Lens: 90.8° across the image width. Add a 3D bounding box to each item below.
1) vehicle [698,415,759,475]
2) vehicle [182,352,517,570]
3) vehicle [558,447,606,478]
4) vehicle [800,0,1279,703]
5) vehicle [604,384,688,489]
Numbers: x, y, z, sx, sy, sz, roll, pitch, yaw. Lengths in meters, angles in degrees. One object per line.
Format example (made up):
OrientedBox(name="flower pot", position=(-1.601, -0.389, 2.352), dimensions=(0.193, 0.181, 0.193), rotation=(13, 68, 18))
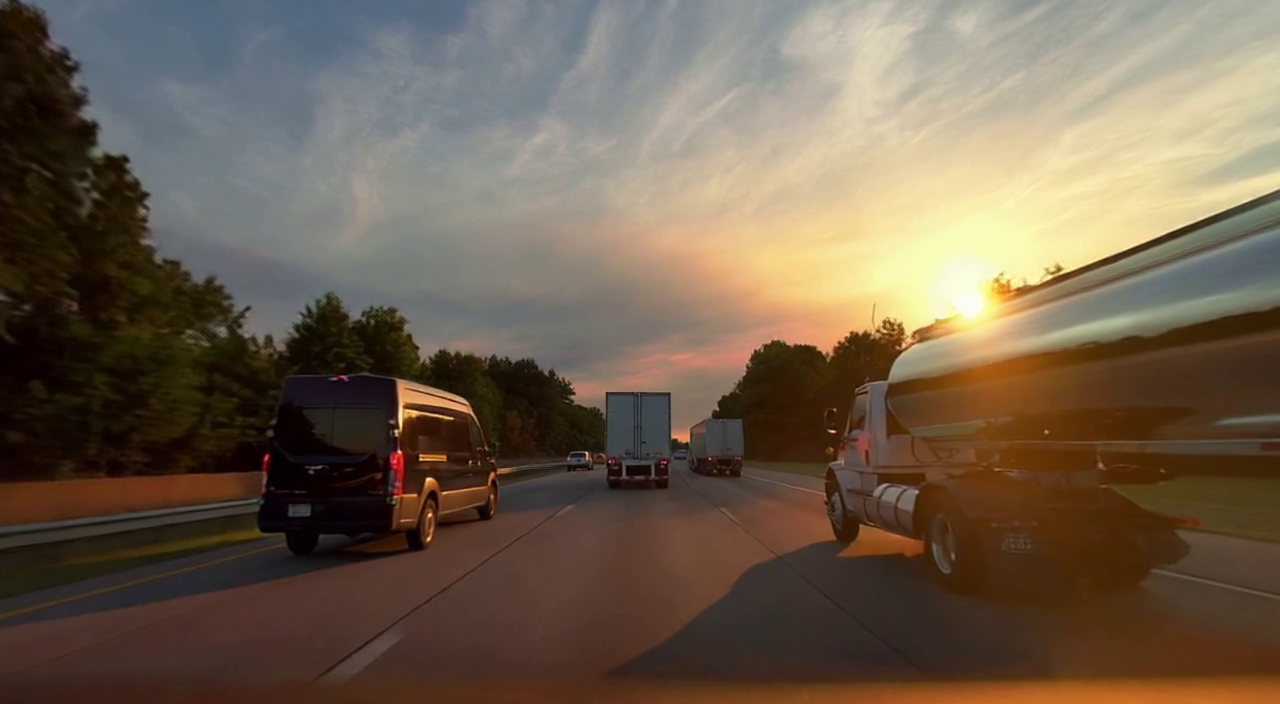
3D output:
OrientedBox(name="vehicle", position=(5.685, 6.357, 42.677), dimensions=(2.706, 3.500, 11.483), rotation=(0, -9, 1))
OrientedBox(name="vehicle", position=(-4.039, 1.768, 10.650), dimensions=(2.525, 2.572, 6.260), rotation=(0, -9, 1))
OrientedBox(name="vehicle", position=(-3.247, 6.279, 36.085), dimensions=(2.134, 1.652, 4.439), rotation=(0, -9, 3))
OrientedBox(name="vehicle", position=(4.341, -0.009, 4.722), dimensions=(3.139, 4.152, 11.915), rotation=(0, -9, 0))
OrientedBox(name="vehicle", position=(0.129, 3.544, 25.647), dimensions=(2.773, 3.455, 9.118), rotation=(0, -9, -1))
